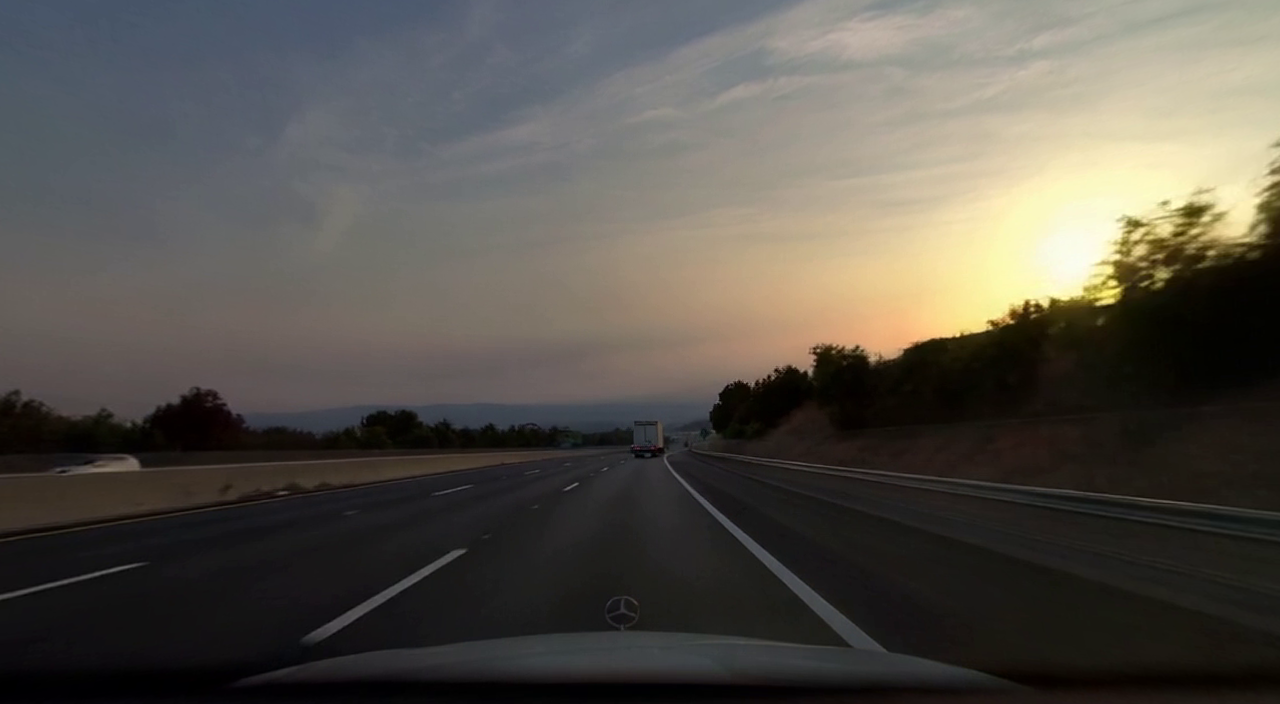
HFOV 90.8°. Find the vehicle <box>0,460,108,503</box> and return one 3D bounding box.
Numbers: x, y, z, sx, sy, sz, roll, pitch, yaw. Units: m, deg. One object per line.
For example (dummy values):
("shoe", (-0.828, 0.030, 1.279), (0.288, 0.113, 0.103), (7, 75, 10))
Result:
("vehicle", (-23.675, 5.004, 24.764), (1.791, 1.472, 4.210), (0, -9, 1))
